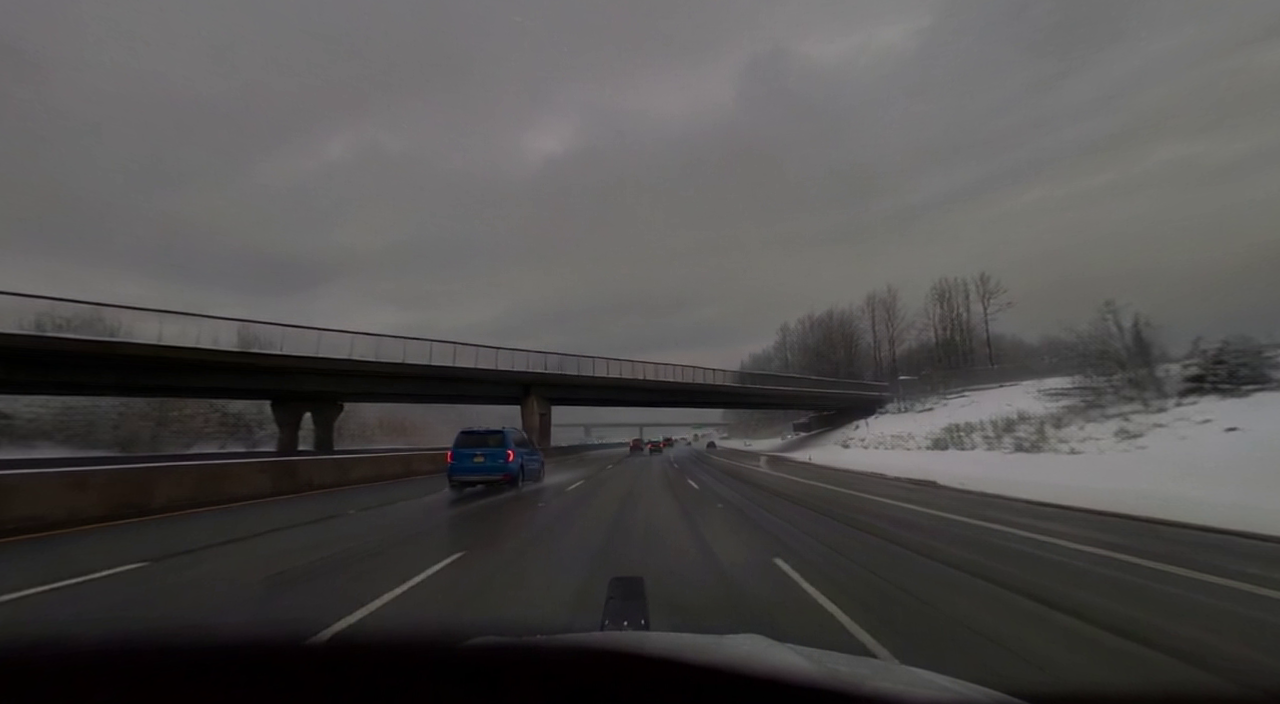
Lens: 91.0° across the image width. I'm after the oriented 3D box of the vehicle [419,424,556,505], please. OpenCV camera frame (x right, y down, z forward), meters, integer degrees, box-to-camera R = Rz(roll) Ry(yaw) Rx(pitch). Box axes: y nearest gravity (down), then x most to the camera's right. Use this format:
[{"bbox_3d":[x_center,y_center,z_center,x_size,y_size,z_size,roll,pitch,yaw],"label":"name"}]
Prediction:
[{"bbox_3d":[-3.565,2.721,15.680,2.177,1.707,4.432,0,-8,2],"label":"vehicle"}]
